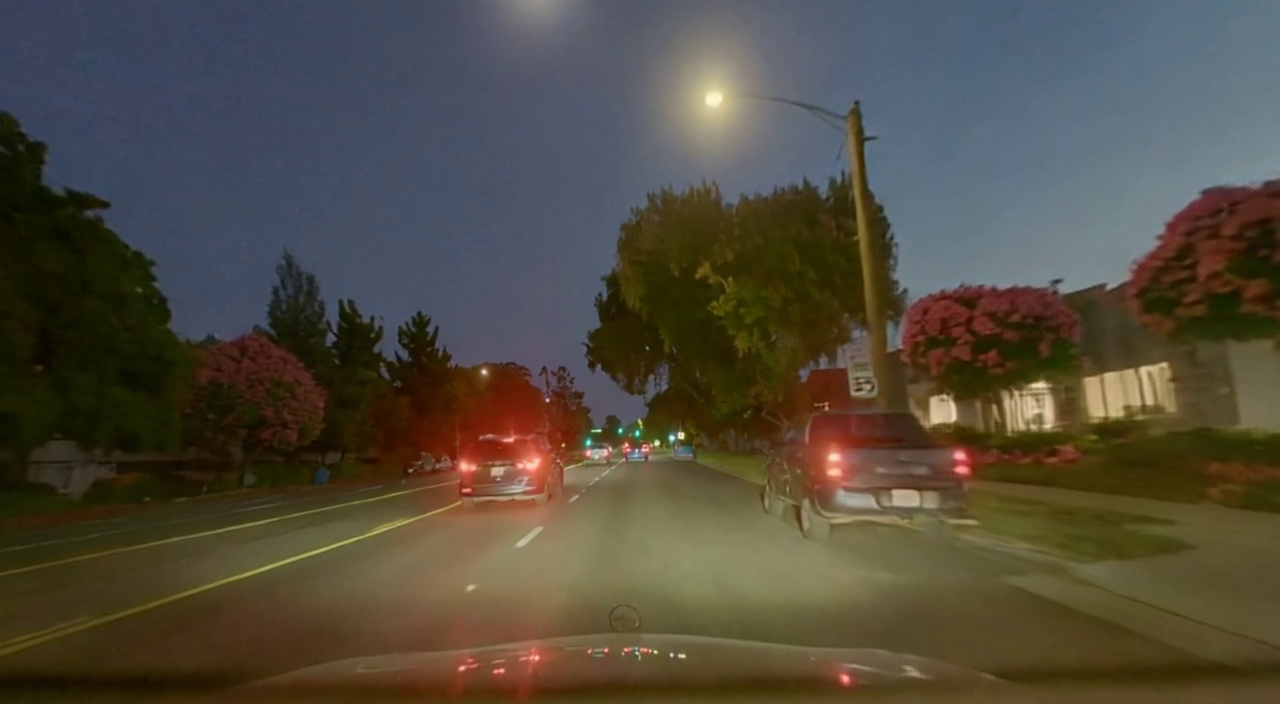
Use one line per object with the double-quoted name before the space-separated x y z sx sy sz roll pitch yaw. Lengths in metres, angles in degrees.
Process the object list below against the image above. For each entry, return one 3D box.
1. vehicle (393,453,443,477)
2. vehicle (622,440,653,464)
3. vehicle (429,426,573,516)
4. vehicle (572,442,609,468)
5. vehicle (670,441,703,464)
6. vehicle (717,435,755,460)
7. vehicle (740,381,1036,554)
"vehicle" -16.317 8.337 46.738 1.870 1.599 5.022 0 -9 0
"vehicle" -0.203 7.859 49.900 2.376 1.801 4.317 0 -9 -1
"vehicle" -3.050 2.759 15.189 2.257 1.751 5.028 -1 -9 1
"vehicle" -3.237 6.901 42.386 2.167 1.634 4.220 0 -9 0
"vehicle" 3.537 7.810 49.188 2.150 1.655 4.739 0 -9 -1
"vehicle" 7.354 7.393 48.854 2.112 1.776 4.555 1 -8 -2
"vehicle" 3.389 1.770 10.229 2.653 2.058 5.096 0 -9 -1
